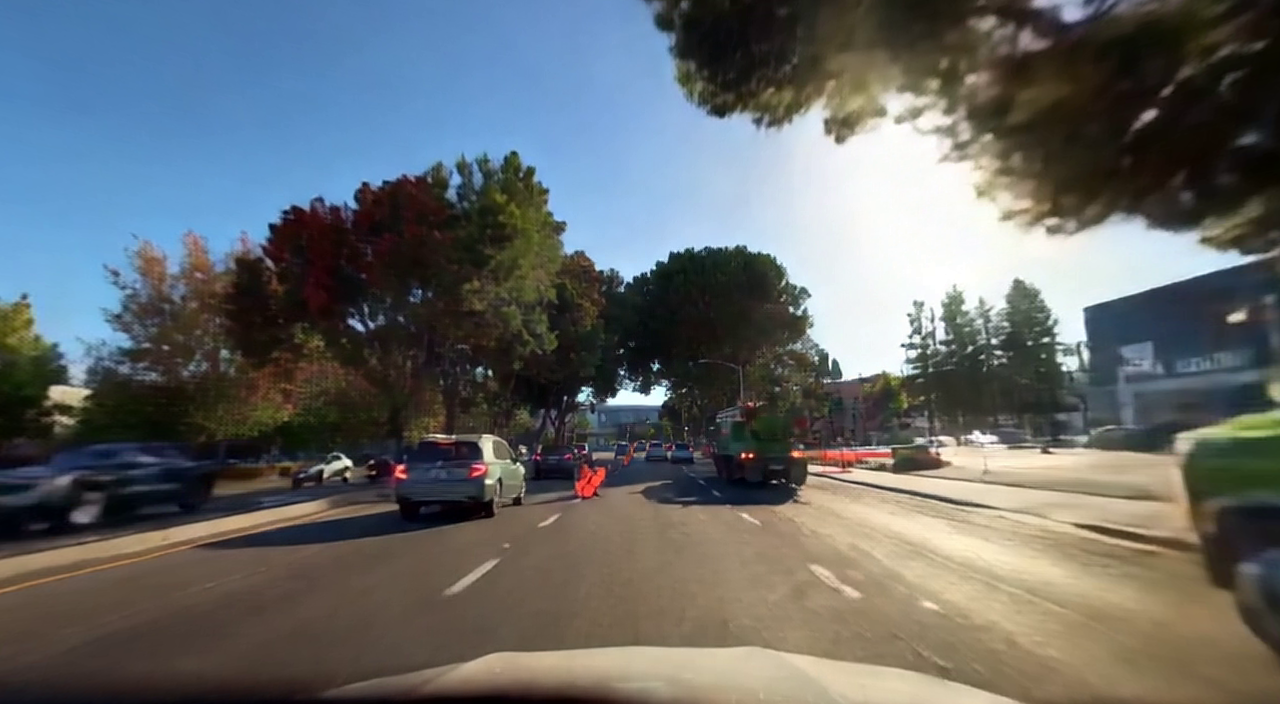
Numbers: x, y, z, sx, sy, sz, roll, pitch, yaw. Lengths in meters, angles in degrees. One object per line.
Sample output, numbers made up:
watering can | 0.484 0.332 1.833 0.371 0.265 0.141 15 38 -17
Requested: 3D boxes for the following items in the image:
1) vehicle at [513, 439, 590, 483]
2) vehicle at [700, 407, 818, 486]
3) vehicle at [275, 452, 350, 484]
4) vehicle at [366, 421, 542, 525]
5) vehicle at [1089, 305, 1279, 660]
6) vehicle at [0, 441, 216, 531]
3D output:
vehicle | -3.218 4.066 23.894 2.107 1.482 4.674 0 -8 2
vehicle | 4.091 3.546 23.758 2.760 2.465 7.936 0 -8 -1
vehicle | -19.306 6.831 37.406 1.874 1.671 4.568 0 -8 1
vehicle | -3.399 2.308 12.562 2.038 1.682 4.399 0 -8 2
vehicle | 5.349 0.566 2.200 2.653 2.231 6.793 0 -8 1
vehicle | -12.496 2.986 14.753 1.920 1.758 4.452 0 -8 1
